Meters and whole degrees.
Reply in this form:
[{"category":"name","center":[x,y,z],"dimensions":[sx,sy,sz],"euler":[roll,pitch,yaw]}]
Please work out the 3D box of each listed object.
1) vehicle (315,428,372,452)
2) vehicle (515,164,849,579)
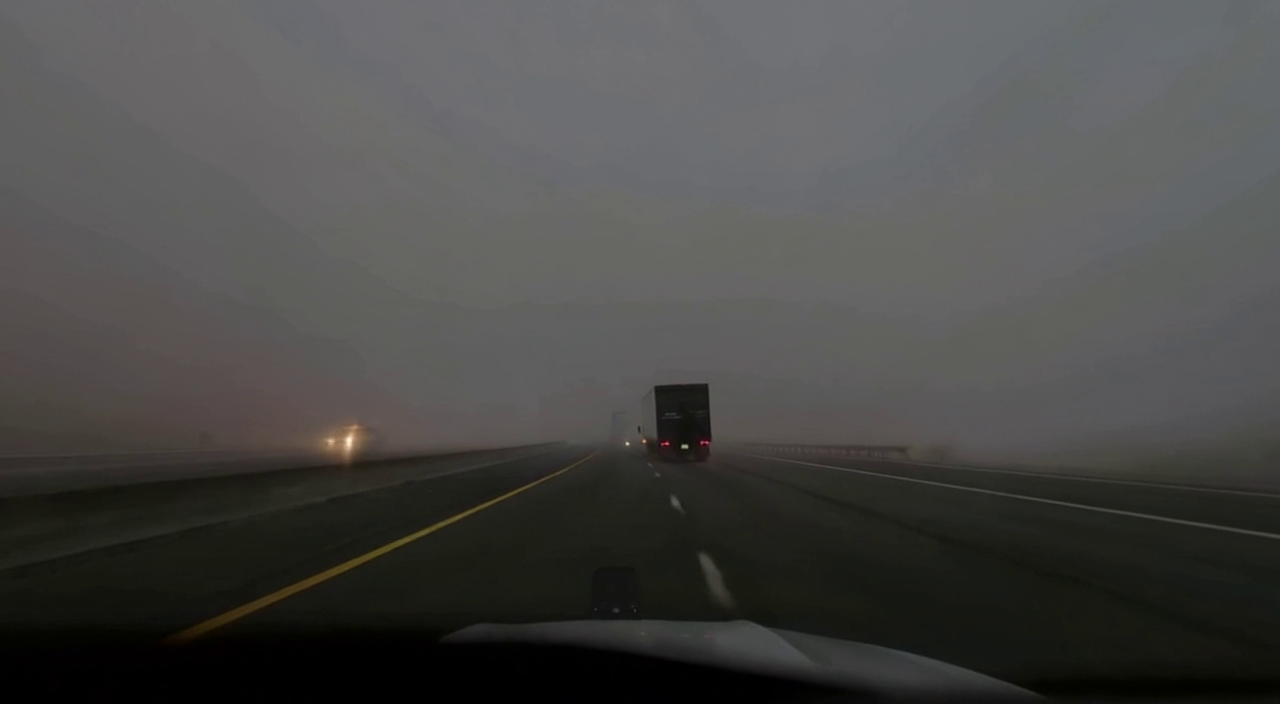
[{"category":"vehicle","center":[-22.238,6.653,47.475],"dimensions":[2.039,1.706,4.974],"euler":[0,-8,-2]},{"category":"vehicle","center":[0.820,1.060,12.709],"dimensions":[3.153,4.080,13.081],"euler":[-1,-8,4]}]
